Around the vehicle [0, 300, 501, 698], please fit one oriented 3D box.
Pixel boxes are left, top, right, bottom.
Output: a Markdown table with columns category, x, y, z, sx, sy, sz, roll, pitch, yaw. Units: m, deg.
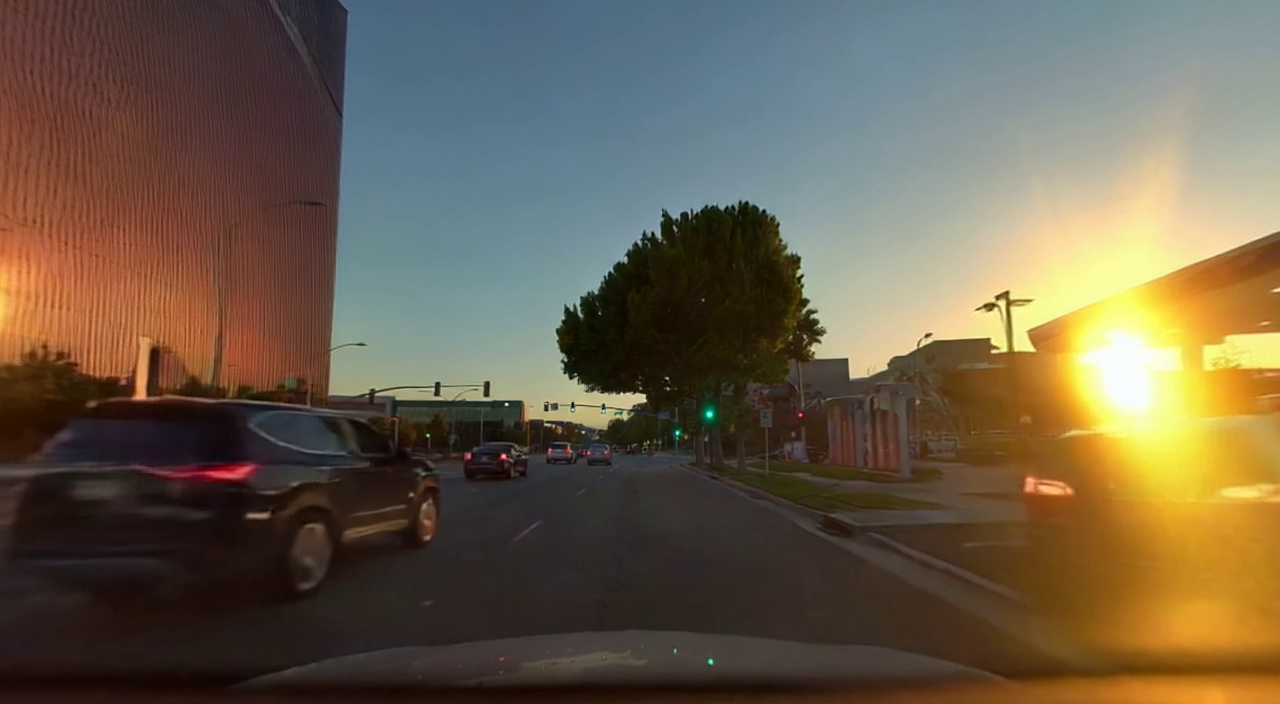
| category | x | y | z | sx | sy | sz | roll | pitch | yaw |
| --- | --- | --- | --- | --- | --- | --- | --- | --- | --- |
| vehicle | -3.593 | 1.215 | 6.574 | 2.602 | 2.091 | 6.347 | 0 | -8 | 2 |

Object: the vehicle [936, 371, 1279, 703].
| category | x | y | z | sx | sy | sz | roll | pitch | yaw |
| --- | --- | --- | --- | --- | --- | --- | --- | --- | --- |
| vehicle | 4.691 | 1.259 | 5.212 | 4.613 | 1.751 | 2.169 | 7 | -11 | -39 |

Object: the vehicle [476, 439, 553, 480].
| category | x | y | z | sx | sy | sz | roll | pitch | yaw |
| --- | --- | --- | --- | --- | --- | --- | --- | --- | --- |
| vehicle | -4.944 | 4.280 | 25.447 | 1.900 | 1.473 | 4.425 | -1 | -8 | 4 |
